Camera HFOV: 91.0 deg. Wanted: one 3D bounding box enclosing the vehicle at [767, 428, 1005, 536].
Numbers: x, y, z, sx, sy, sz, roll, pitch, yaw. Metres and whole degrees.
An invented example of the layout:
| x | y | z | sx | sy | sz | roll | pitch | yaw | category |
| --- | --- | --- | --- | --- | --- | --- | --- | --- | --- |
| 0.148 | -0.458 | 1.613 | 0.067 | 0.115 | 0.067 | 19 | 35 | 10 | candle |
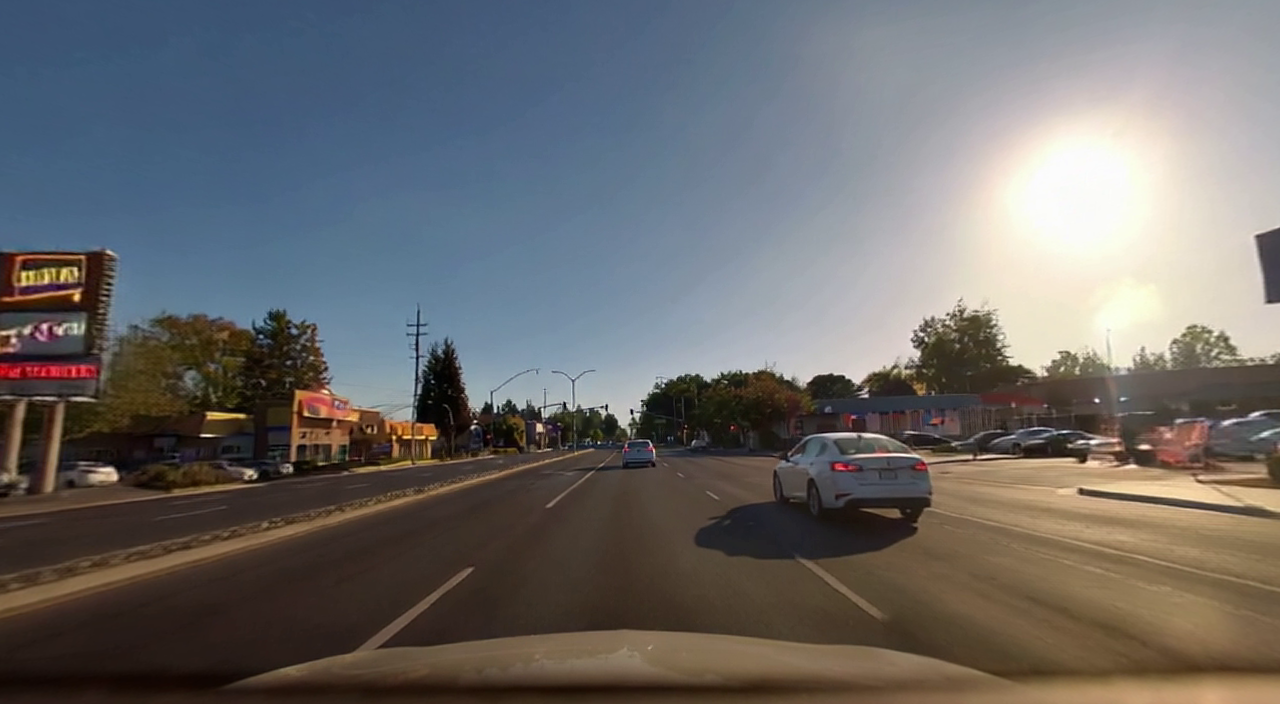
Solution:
| x | y | z | sx | sy | sz | roll | pitch | yaw | category |
| --- | --- | --- | --- | --- | --- | --- | --- | --- | --- |
| 3.856 | 2.142 | 11.025 | 2.153 | 1.456 | 4.705 | 0 | -9 | -2 | vehicle |

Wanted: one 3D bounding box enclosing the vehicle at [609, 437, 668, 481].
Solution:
| x | y | z | sx | sy | sz | roll | pitch | yaw | category |
| --- | --- | --- | --- | --- | --- | --- | --- | --- | --- |
| -0.085 | 3.888 | 23.113 | 1.998 | 1.452 | 3.773 | 0 | -9 | -1 | vehicle |

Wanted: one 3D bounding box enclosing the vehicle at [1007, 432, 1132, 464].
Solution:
| x | y | z | sx | sy | sz | roll | pitch | yaw | category |
| --- | --- | --- | --- | --- | --- | --- | --- | --- | --- |
| 21.700 | 4.881 | 31.967 | 4.763 | 1.544 | 2.047 | 0 | -9 | 1 | vehicle |

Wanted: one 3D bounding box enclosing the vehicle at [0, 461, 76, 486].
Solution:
| x | y | z | sx | sy | sz | roll | pitch | yaw | category |
| --- | --- | --- | --- | --- | --- | --- | --- | --- | --- |
| -41.684 | 8.274 | 42.999 | 1.833 | 1.478 | 4.769 | 0 | -9 | -1 | vehicle |
